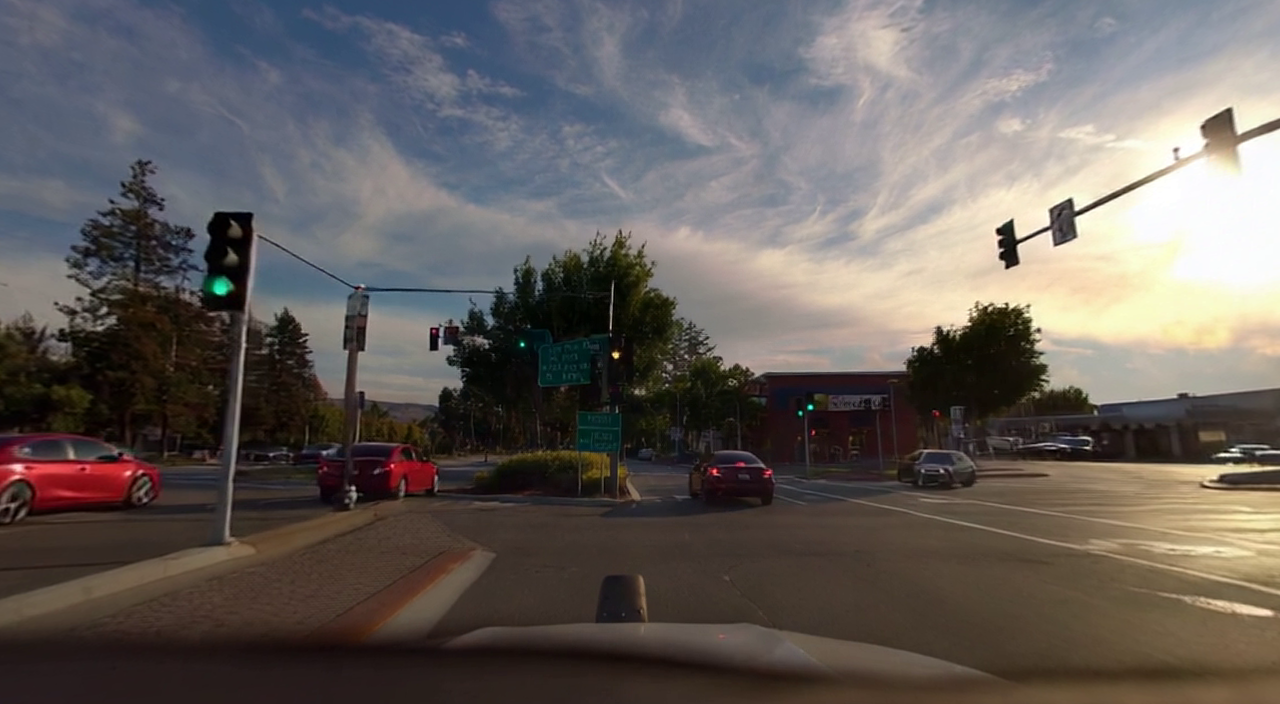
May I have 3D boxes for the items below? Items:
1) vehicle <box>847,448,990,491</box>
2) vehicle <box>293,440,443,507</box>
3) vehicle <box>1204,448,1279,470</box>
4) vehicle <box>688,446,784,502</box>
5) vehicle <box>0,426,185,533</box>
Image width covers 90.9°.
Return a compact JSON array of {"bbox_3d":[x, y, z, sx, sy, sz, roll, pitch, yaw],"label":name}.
[{"bbox_3d":[10.570,4.437,24.034,4.703,1.492,1.930,2,-9,-14],"label":"vehicle"},{"bbox_3d":[-6.791,3.049,16.394,1.995,1.470,4.556,0,-8,-2],"label":"vehicle"},{"bbox_3d":[43.760,7.745,45.834,1.723,1.431,3.880,0,-8,-1],"label":"vehicle"},{"bbox_3d":[2.809,3.676,19.520,1.940,1.487,4.562,0,-8,-4],"label":"vehicle"},{"bbox_3d":[-10.026,1.995,10.172,1.979,1.494,4.693,0,-8,-2],"label":"vehicle"}]
